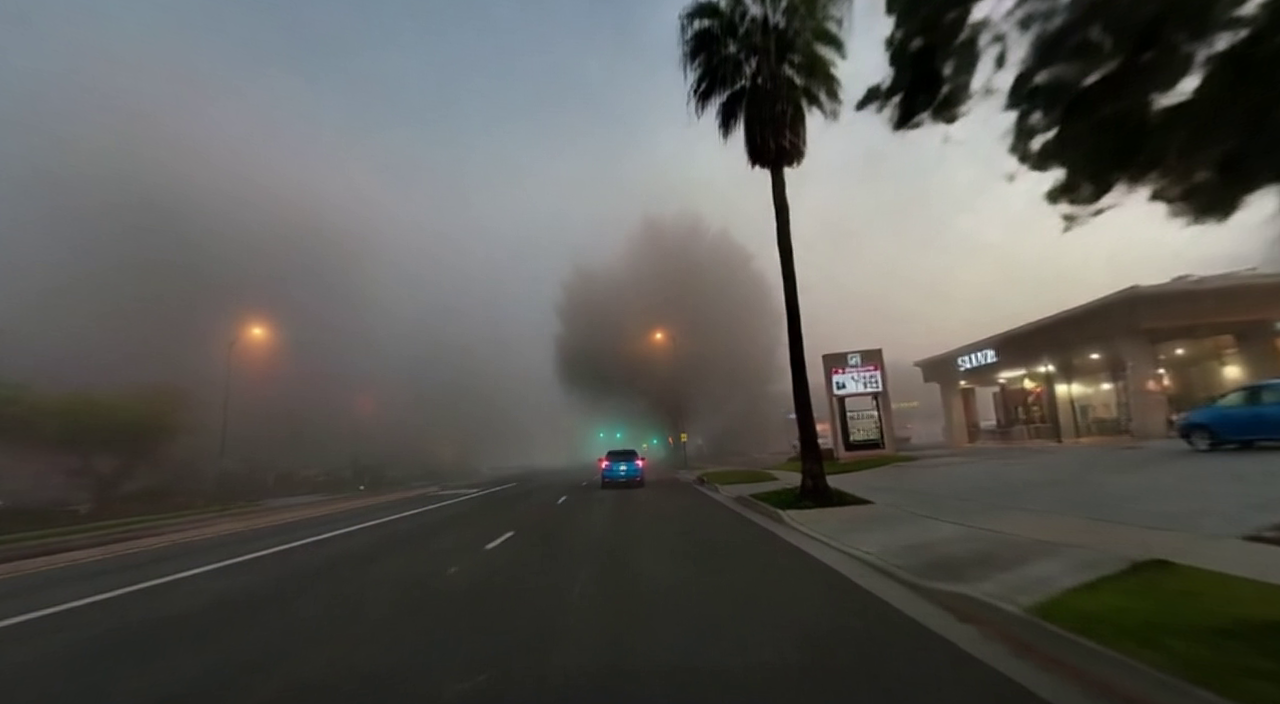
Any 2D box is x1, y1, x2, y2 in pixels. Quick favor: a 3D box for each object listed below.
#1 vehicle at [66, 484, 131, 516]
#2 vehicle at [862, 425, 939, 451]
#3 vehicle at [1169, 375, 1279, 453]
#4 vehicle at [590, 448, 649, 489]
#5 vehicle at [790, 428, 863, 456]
[{"bbox_3d":[-32.155,8.784,37.606,1.791,1.511,4.030,3,-10,-24],"label":"vehicle"},{"bbox_3d":[17.700,5.892,43.141,1.856,1.665,4.574,6,-10,-32],"label":"vehicle"},{"bbox_3d":[13.315,1.222,12.454,1.827,1.497,4.468,0,-9,-1],"label":"vehicle"},{"bbox_3d":[-0.802,4.601,25.281,2.156,1.462,4.495,0,-9,-1],"label":"vehicle"},{"bbox_3d":[12.484,6.089,42.584,1.873,1.657,4.557,5,-12,-31],"label":"vehicle"}]
